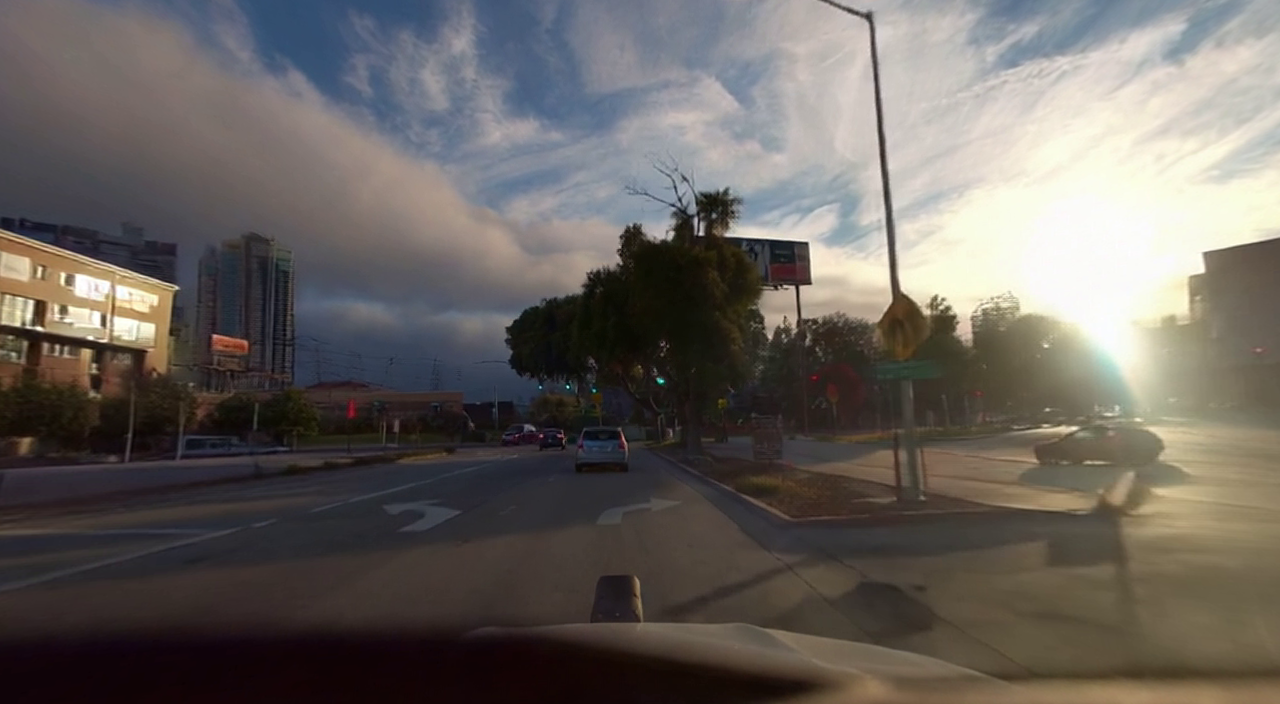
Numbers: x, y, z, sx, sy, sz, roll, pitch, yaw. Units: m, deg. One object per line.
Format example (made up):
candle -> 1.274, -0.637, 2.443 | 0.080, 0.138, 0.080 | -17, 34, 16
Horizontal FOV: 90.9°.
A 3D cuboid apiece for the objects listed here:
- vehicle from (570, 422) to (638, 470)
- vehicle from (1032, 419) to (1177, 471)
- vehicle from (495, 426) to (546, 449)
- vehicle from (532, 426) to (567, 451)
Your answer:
vehicle -> -1.275, 3.398, 23.030 | 2.231, 1.572, 4.227 | 0, -8, -2
vehicle -> 19.225, 3.994, 26.444 | 1.932, 1.762, 4.835 | 0, -13, -7
vehicle -> -9.219, 6.657, 49.056 | 1.994, 1.717, 4.380 | -3, -8, 18
vehicle -> -5.719, 5.506, 40.112 | 2.023, 1.485, 3.721 | 0, -8, -6
